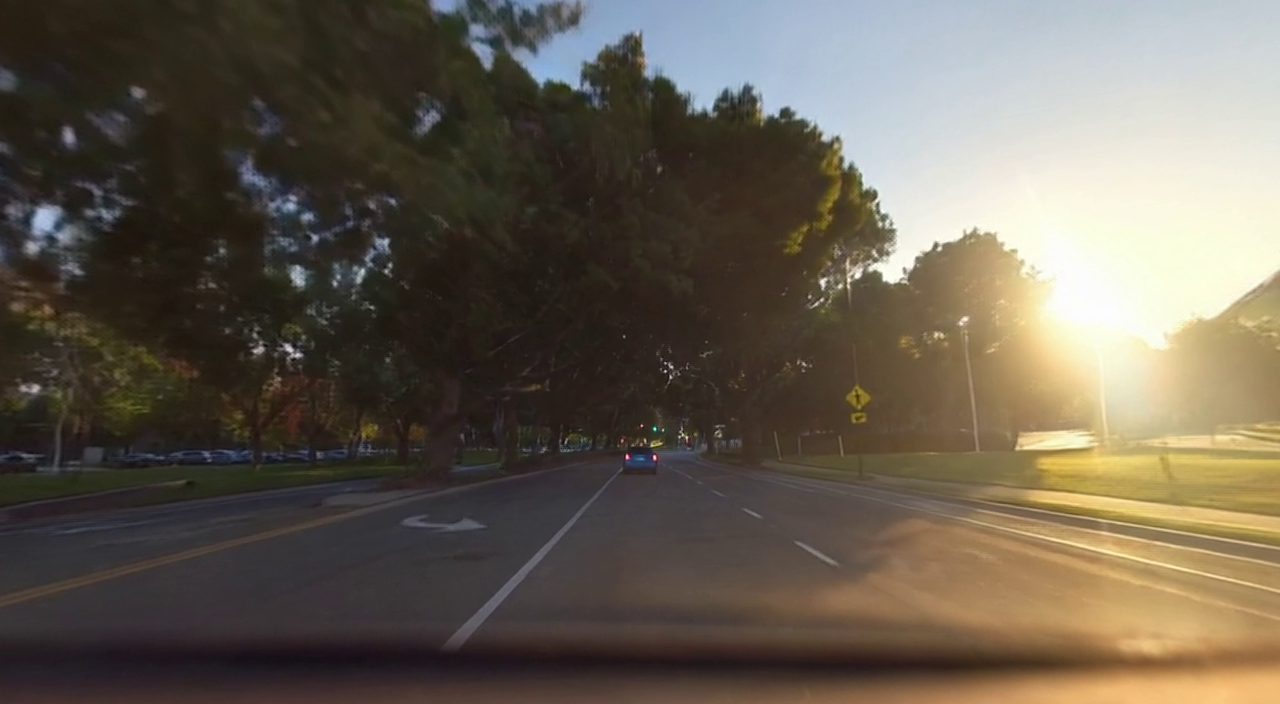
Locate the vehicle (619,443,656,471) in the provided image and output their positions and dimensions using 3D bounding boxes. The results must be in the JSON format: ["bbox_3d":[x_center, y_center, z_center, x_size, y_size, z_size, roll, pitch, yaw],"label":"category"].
[{"bbox_3d":[-0.178,6.070,36.604,1.978,1.499,3.915,0,-8,-1],"label":"vehicle"}]
